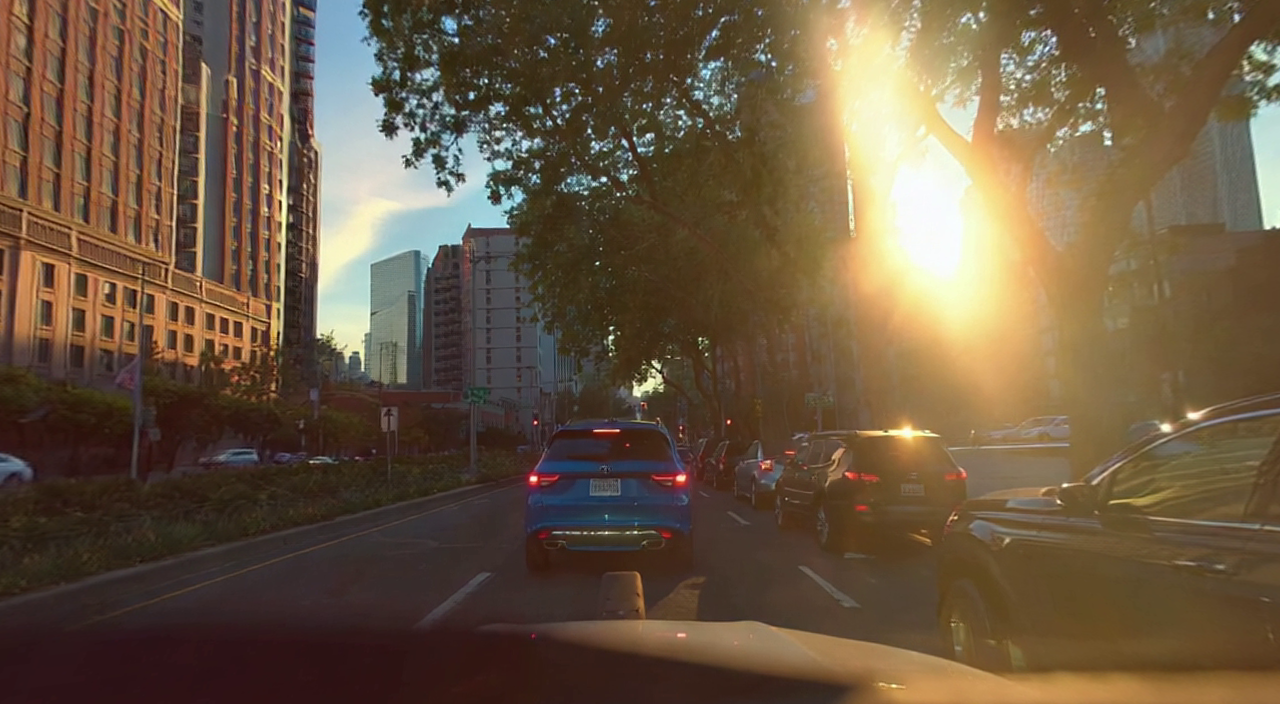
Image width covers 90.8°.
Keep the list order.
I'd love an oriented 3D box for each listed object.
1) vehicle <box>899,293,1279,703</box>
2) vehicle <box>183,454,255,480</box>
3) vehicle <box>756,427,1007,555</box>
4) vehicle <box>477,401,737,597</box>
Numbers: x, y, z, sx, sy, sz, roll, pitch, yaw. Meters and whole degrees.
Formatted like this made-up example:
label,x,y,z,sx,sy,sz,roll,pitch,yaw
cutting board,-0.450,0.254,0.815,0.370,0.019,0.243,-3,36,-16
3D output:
label,x,y,z,sx,sy,sz,roll,pitch,yaw
vehicle,2.997,0.752,2.259,2.063,1.760,4.664,0,-9,-1
vehicle,-26.313,7.151,39.658,1.960,1.459,4.699,1,-9,-10
vehicle,3.278,1.991,9.805,1.941,1.482,4.632,0,-9,-2
vehicle,-0.336,1.586,7.617,2.249,1.684,4.084,0,-9,-2
